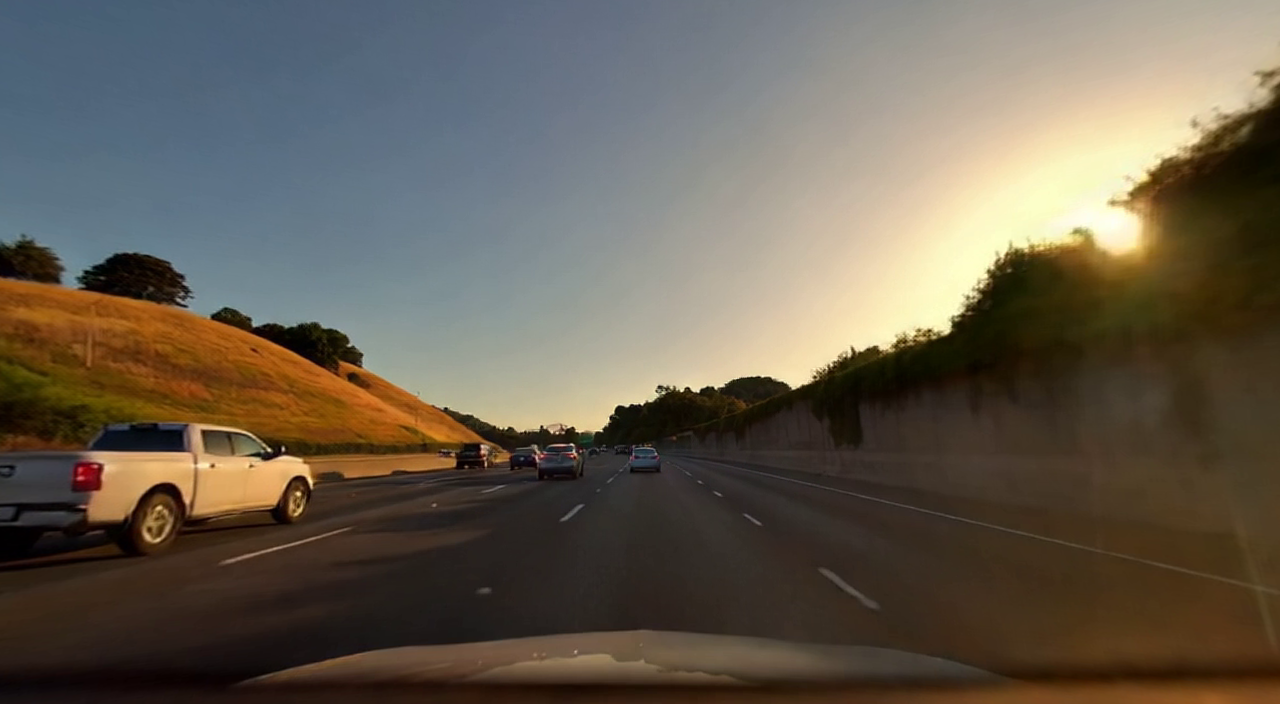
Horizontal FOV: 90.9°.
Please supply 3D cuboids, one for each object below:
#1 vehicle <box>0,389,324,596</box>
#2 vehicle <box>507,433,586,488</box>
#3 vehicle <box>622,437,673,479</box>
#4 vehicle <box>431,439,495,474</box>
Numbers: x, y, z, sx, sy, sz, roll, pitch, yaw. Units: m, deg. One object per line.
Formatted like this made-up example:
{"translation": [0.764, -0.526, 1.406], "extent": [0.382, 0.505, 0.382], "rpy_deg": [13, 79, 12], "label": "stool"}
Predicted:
{"translation": [-6.648, 1.660, 8.382], "extent": [2.108, 1.856, 5.214], "rpy_deg": [0, -9, 1], "label": "vehicle"}
{"translation": [-3.291, 3.937, 23.206], "extent": [2.093, 1.820, 4.506], "rpy_deg": [0, -9, 1], "label": "vehicle"}
{"translation": [0.332, 4.950, 29.726], "extent": [2.233, 1.804, 4.273], "rpy_deg": [0, -9, 0], "label": "vehicle"}
{"translation": [-10.606, 6.290, 38.218], "extent": [2.230, 1.928, 5.333], "rpy_deg": [0, -9, 1], "label": "vehicle"}
